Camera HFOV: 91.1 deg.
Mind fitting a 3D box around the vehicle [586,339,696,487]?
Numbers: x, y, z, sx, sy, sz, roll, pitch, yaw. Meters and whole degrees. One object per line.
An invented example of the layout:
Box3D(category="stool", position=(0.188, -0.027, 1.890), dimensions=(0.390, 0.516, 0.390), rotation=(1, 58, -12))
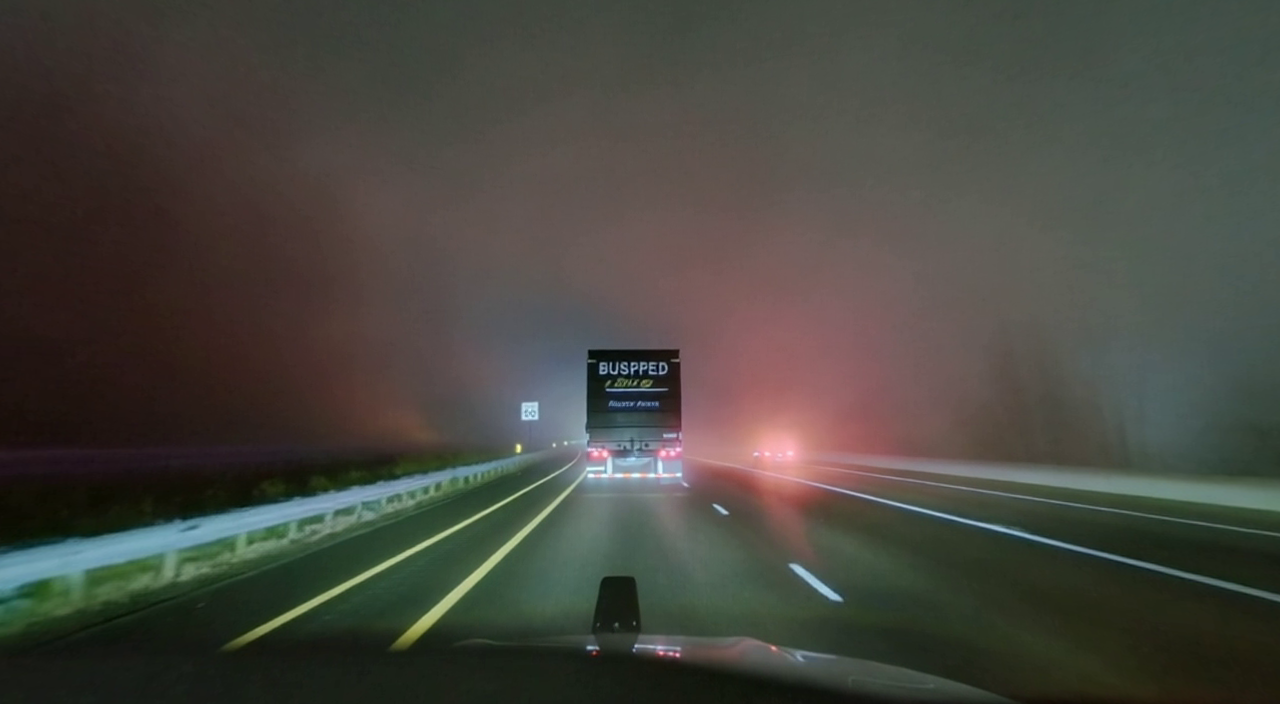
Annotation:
Box3D(category="vehicle", position=(-0.114, 2.180, 21.036), dimensions=(2.870, 3.911, 8.697), rotation=(0, -8, -2))
